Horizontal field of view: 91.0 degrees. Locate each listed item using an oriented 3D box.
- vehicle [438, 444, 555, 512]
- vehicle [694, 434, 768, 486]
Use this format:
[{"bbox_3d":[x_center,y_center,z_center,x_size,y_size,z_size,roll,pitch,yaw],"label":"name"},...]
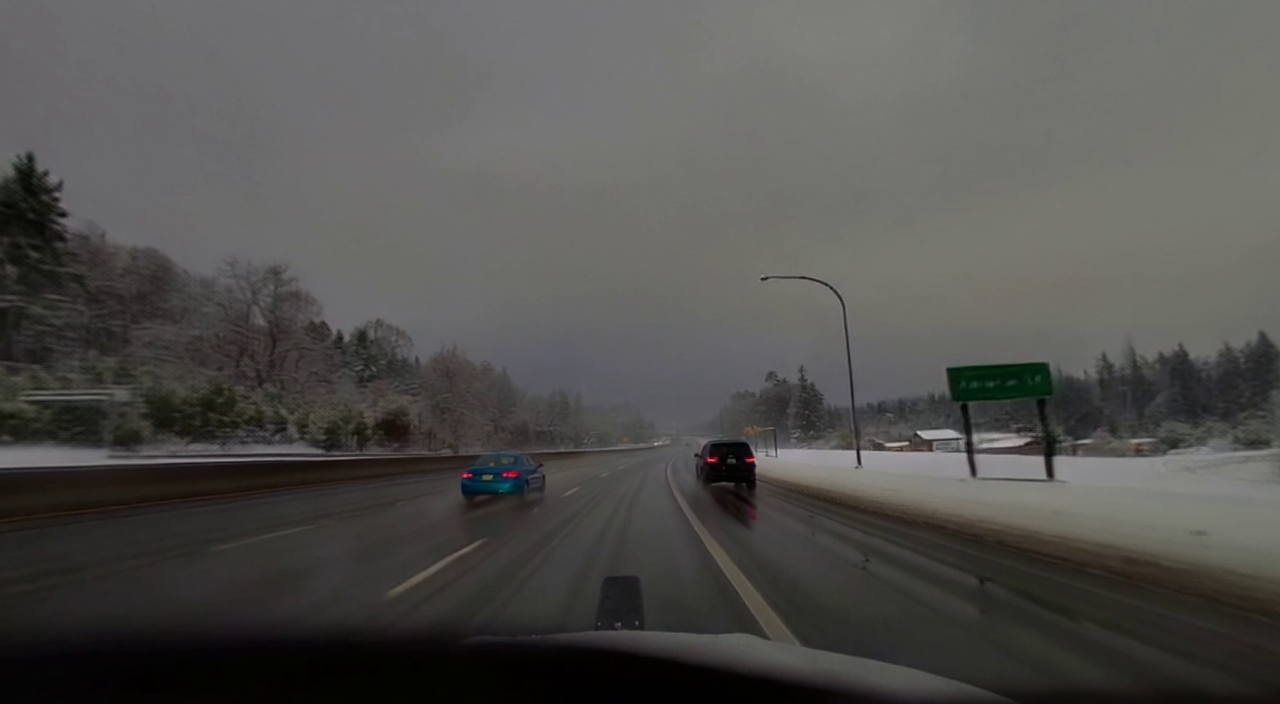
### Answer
[{"bbox_3d":[-3.506,3.146,16.298,1.937,1.490,4.372,0,-9,1],"label":"vehicle"},{"bbox_3d":[3.445,4.188,24.705,2.225,1.833,4.340,0,-9,0],"label":"vehicle"}]
